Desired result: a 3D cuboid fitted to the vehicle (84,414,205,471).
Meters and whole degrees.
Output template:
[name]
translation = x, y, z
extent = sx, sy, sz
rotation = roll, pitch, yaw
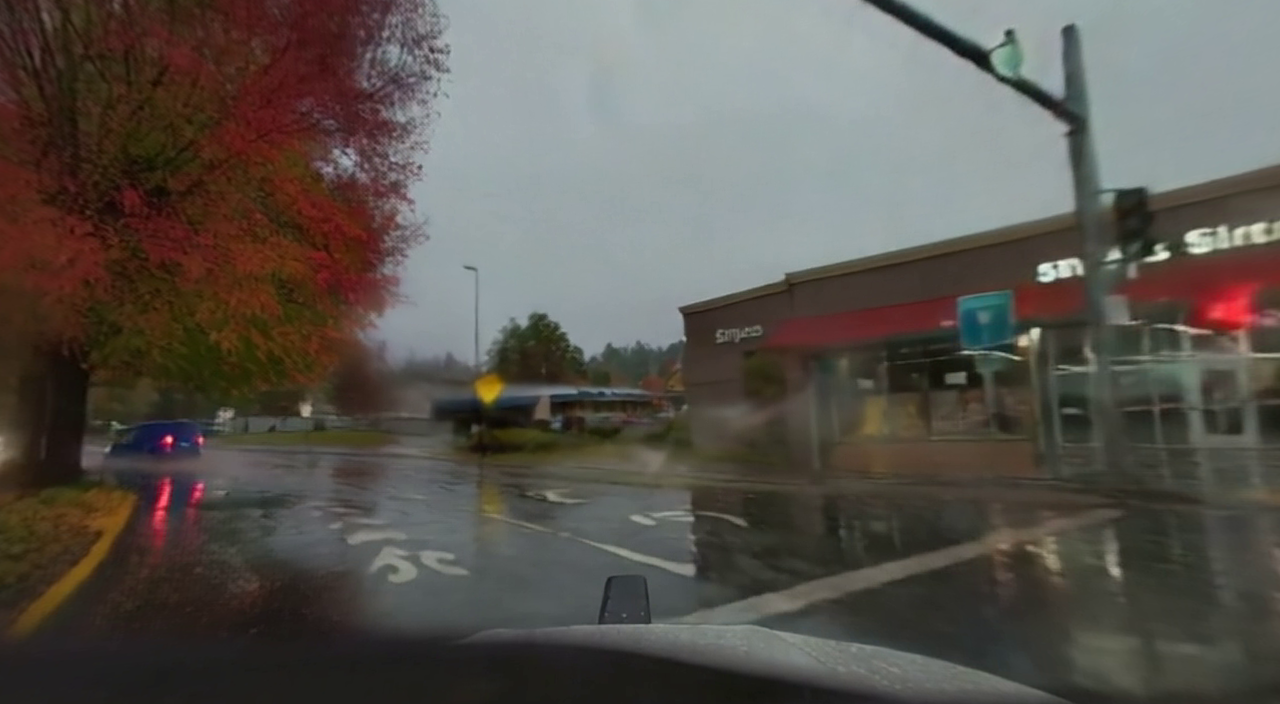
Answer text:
[vehicle]
translation = -18.026, 3.237, 22.864
extent = 5.110, 1.814, 2.146
rotation = -6, -9, 38
